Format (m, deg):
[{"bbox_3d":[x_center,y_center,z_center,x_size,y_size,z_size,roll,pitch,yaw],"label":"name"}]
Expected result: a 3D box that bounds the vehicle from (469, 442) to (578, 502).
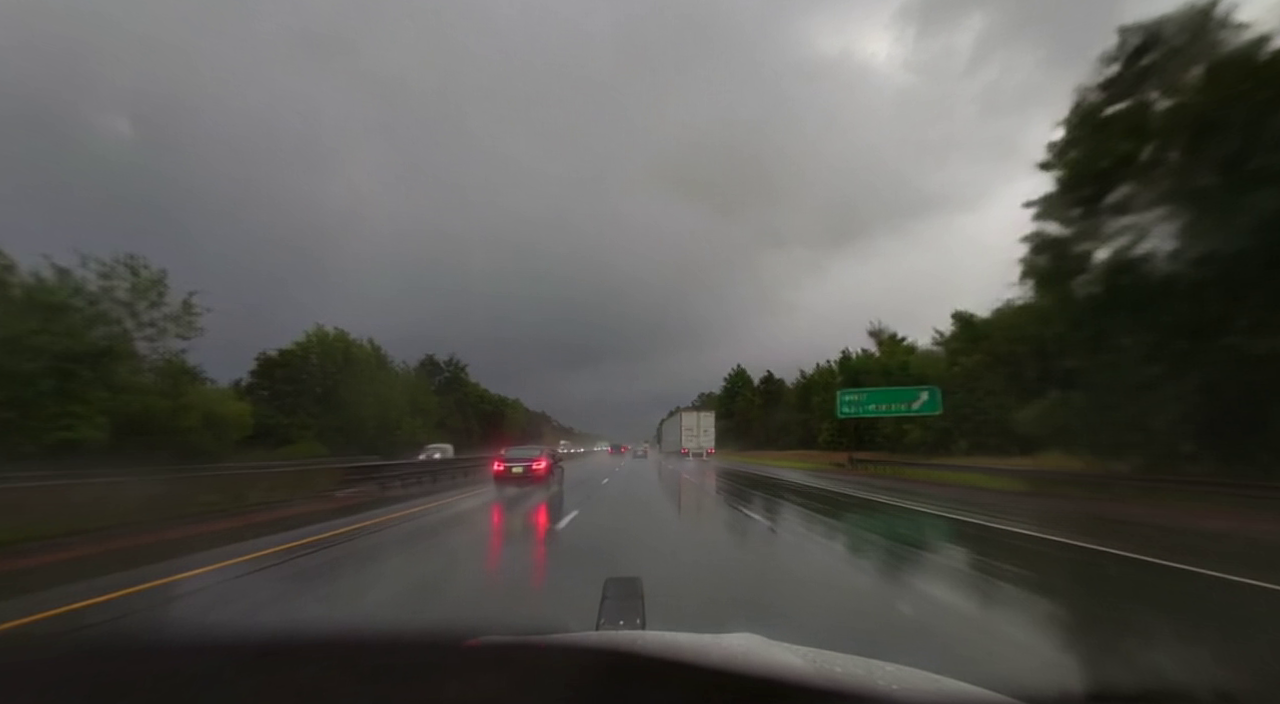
[{"bbox_3d":[-3.096,3.318,17.838,2.121,1.445,4.651,0,-9,1],"label":"vehicle"}]
